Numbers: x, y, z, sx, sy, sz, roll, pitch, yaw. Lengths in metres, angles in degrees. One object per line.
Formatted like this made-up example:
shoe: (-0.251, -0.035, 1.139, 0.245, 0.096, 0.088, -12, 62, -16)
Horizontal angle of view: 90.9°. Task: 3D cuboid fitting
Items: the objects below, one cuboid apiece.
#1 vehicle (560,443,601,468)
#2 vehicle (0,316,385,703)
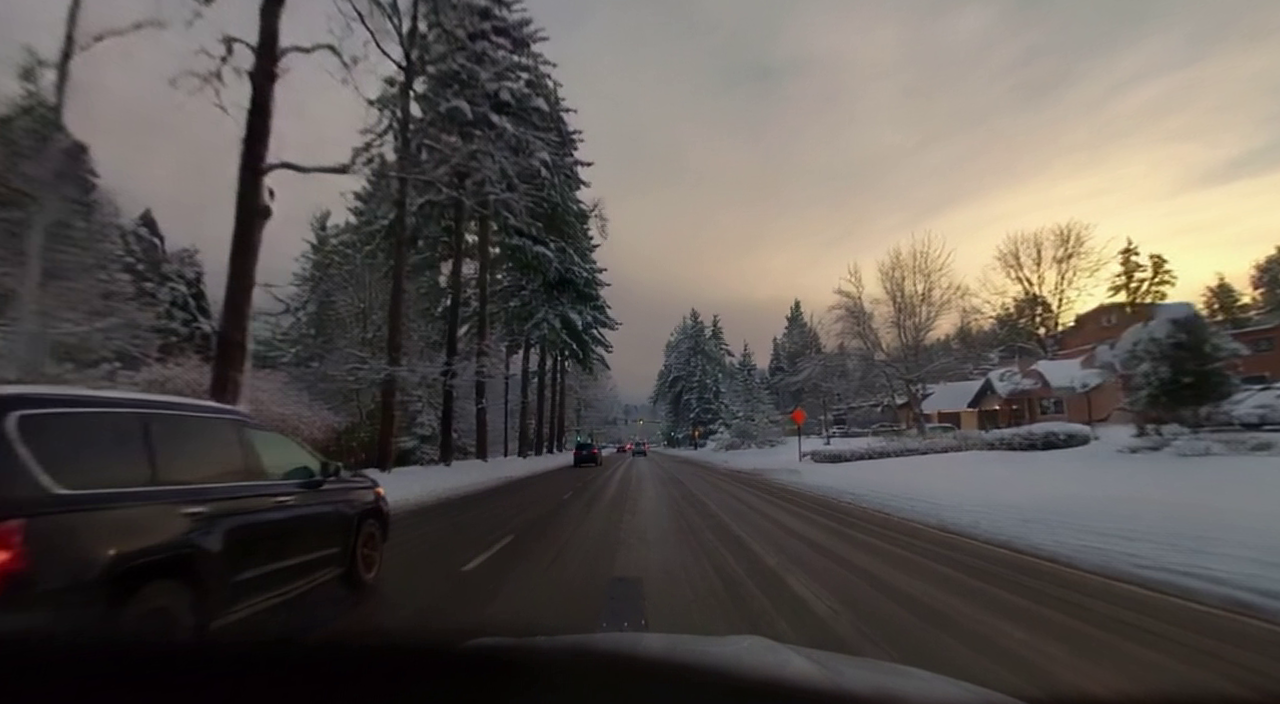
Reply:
vehicle: (-3.578, 6.314, 38.641, 2.021, 1.466, 4.330, 0, -9, 1)
vehicle: (-3.211, 0.854, 2.980, 2.058, 1.671, 4.704, 0, -9, 0)
